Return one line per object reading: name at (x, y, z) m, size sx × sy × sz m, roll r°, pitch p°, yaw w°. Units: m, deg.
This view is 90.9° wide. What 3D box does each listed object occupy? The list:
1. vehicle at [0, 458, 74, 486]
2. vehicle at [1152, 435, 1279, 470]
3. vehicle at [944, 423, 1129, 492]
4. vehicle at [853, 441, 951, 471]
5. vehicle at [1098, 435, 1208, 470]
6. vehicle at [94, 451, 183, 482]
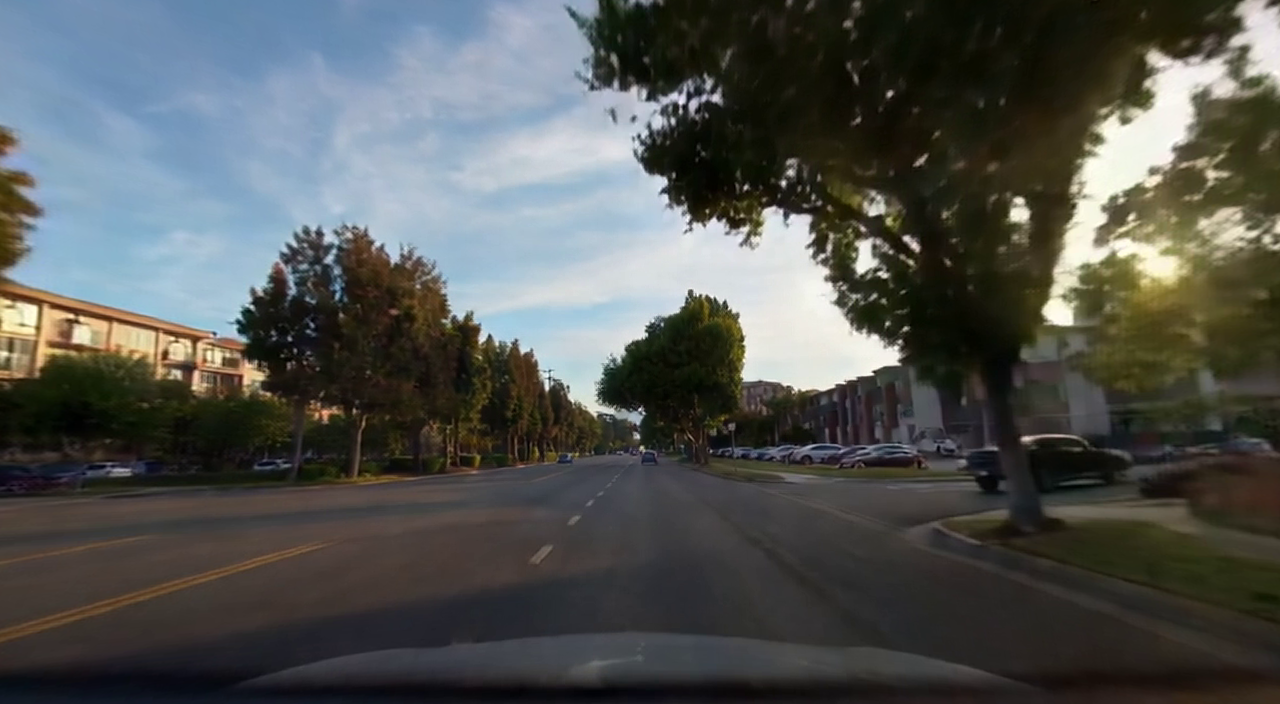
vehicle at (-38.515, 7.460, 39.059) m, size 4.916 × 1.542 × 1.934 m, roll -2°, pitch -8°, yaw -2°
vehicle at (29.535, 5.150, 32.561) m, size 2.070 × 1.665 × 4.807 m, roll 0°, pitch -9°, yaw -1°
vehicle at (12.501, 3.287, 20.005) m, size 4.655 × 1.828 × 2.223 m, roll 0°, pitch -8°, yaw -14°
vehicle at (15.172, 6.044, 36.634) m, size 4.854 × 1.649 × 1.886 m, roll 1°, pitch -9°, yaw -1°
vehicle at (26.787, 5.268, 33.138) m, size 1.968 × 1.655 × 4.455 m, roll 0°, pitch -9°, yaw -1°
vehicle at (-38.143, 8.683, 48.029) m, size 4.529 × 2.241 × 2.471 m, roll -1°, pitch -9°, yaw 0°
